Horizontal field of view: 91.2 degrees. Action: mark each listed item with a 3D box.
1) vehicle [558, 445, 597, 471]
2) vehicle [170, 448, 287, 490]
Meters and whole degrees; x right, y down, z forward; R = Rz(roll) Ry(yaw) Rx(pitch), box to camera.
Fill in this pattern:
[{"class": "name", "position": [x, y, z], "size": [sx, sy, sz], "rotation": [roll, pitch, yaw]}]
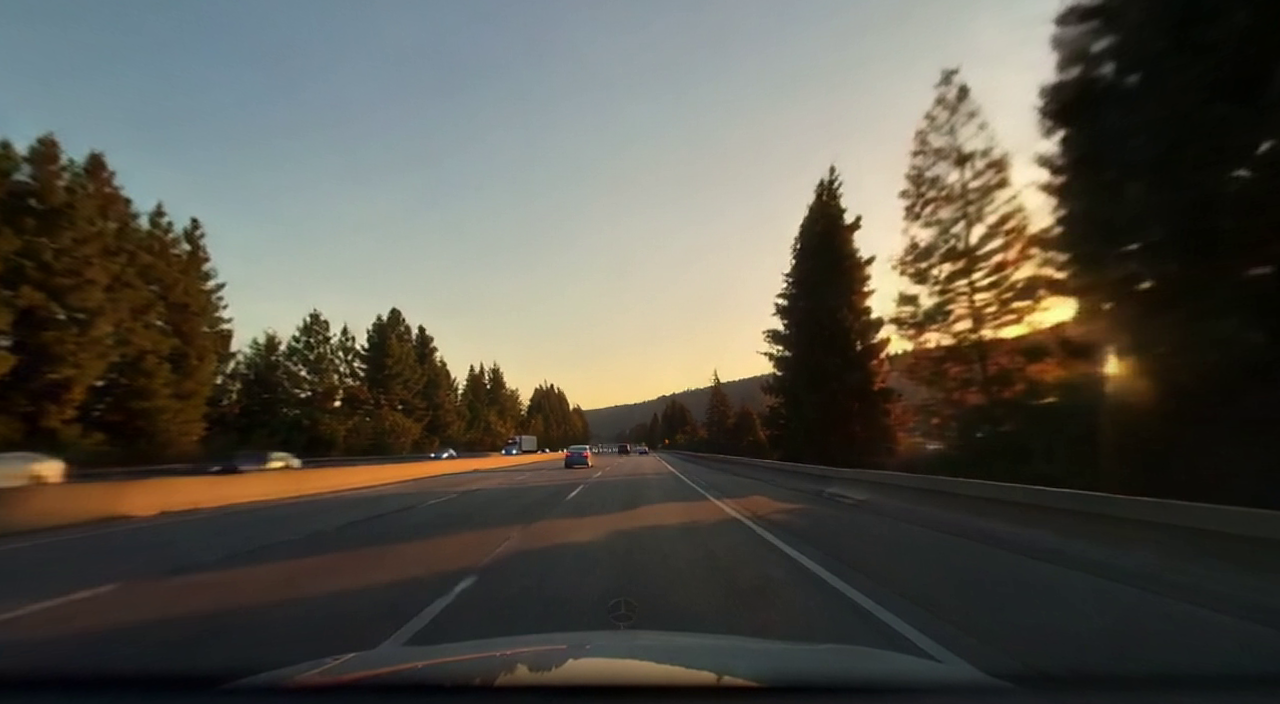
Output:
[{"class": "vehicle", "position": [-3.784, 6.456, 38.462], "size": [1.933, 1.497, 3.973], "rotation": [0, -9, 0]}, {"class": "vehicle", "position": [-15.844, 4.497, 24.402], "size": [1.813, 1.464, 3.895], "rotation": [0, -9, 1]}]
